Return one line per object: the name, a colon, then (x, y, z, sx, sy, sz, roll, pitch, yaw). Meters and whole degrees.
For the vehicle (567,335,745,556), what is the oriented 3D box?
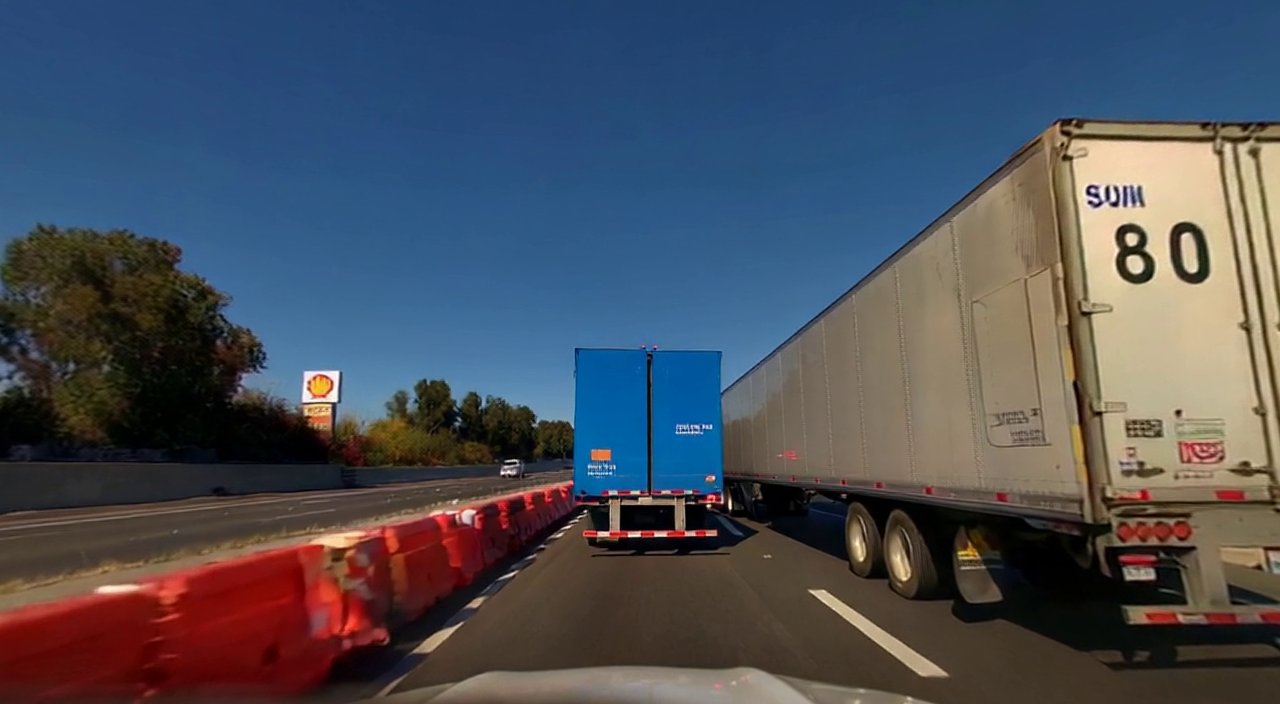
vehicle: (0.264, 2.150, 13.847, 2.618, 3.306, 8.676, 1, -10, 0)

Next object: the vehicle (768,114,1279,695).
vehicle: (4.316, 1.046, 8.620, 2.936, 3.640, 9.443, 1, -10, -1)
